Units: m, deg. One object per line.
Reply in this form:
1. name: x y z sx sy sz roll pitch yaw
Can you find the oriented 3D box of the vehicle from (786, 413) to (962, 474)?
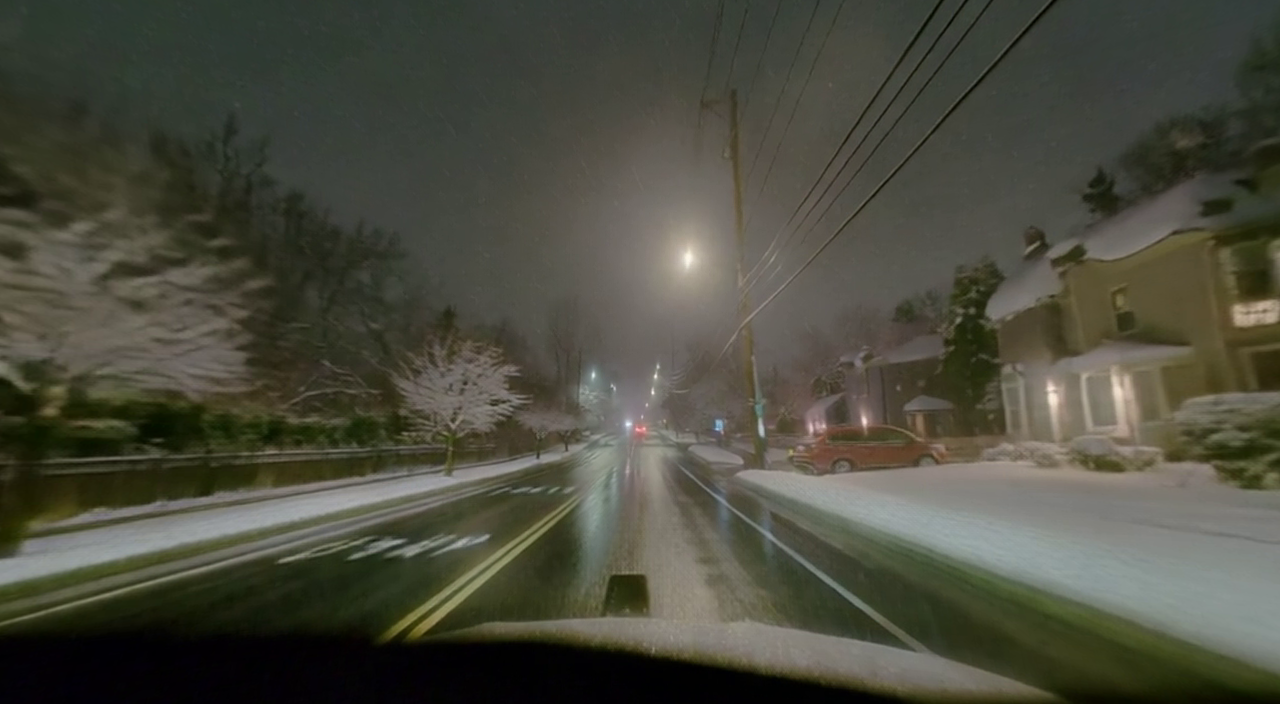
1. vehicle: 9.332 3.680 25.604 6.133 2.254 2.383 -1 -8 -1
